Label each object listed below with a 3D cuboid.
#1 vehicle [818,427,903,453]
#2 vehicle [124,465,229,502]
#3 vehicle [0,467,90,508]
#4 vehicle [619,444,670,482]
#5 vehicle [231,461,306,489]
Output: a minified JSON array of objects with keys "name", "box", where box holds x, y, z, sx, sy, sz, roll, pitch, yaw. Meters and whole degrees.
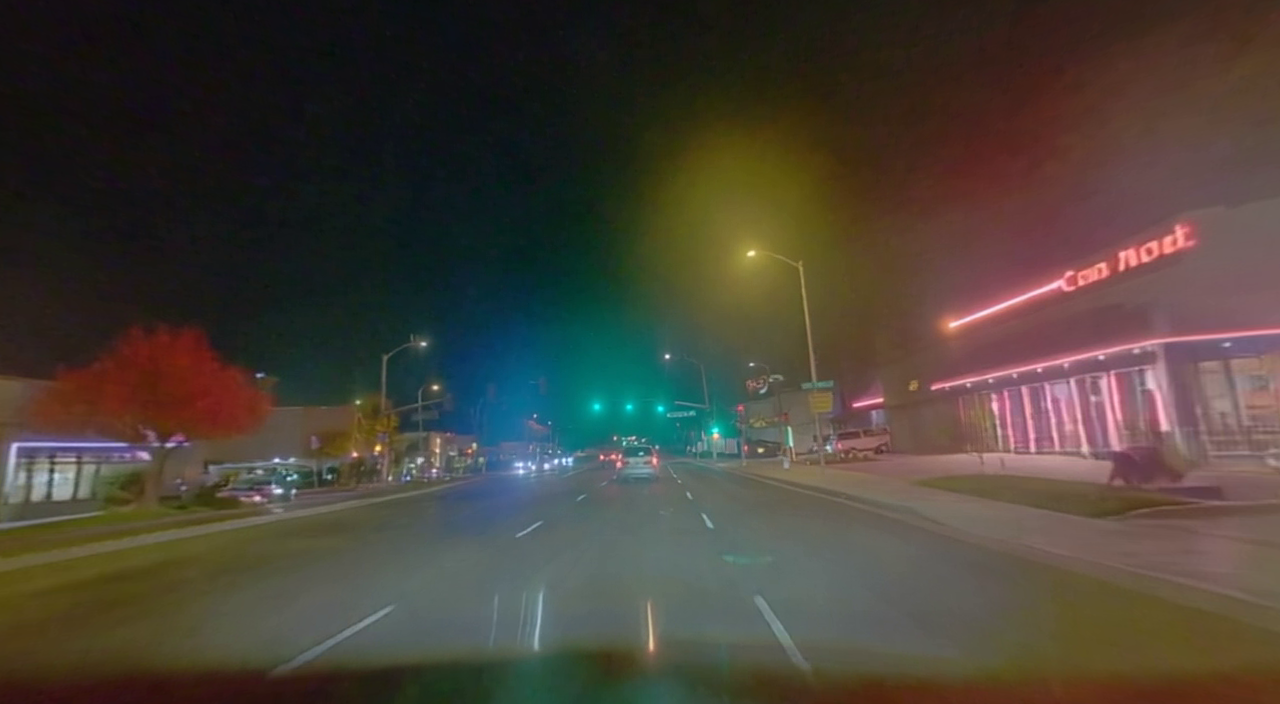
[{"name":"vehicle","box":[13.572,5.422,39.049,4.466,1.553,2.060,1,-7,-1]},{"name":"vehicle","box":[-24.631,6.974,33.761,4.310,1.663,1.881,6,-10,-34]},{"name":"vehicle","box":[-29.943,6.628,30.975,4.261,1.756,1.915,7,-11,-38]},{"name":"vehicle","box":[0.247,4.556,26.305,1.977,1.451,4.032,0,-9,2]},{"name":"vehicle","box":[-25.310,8.375,43.129,4.256,1.697,1.817,5,-10,-31]}]
